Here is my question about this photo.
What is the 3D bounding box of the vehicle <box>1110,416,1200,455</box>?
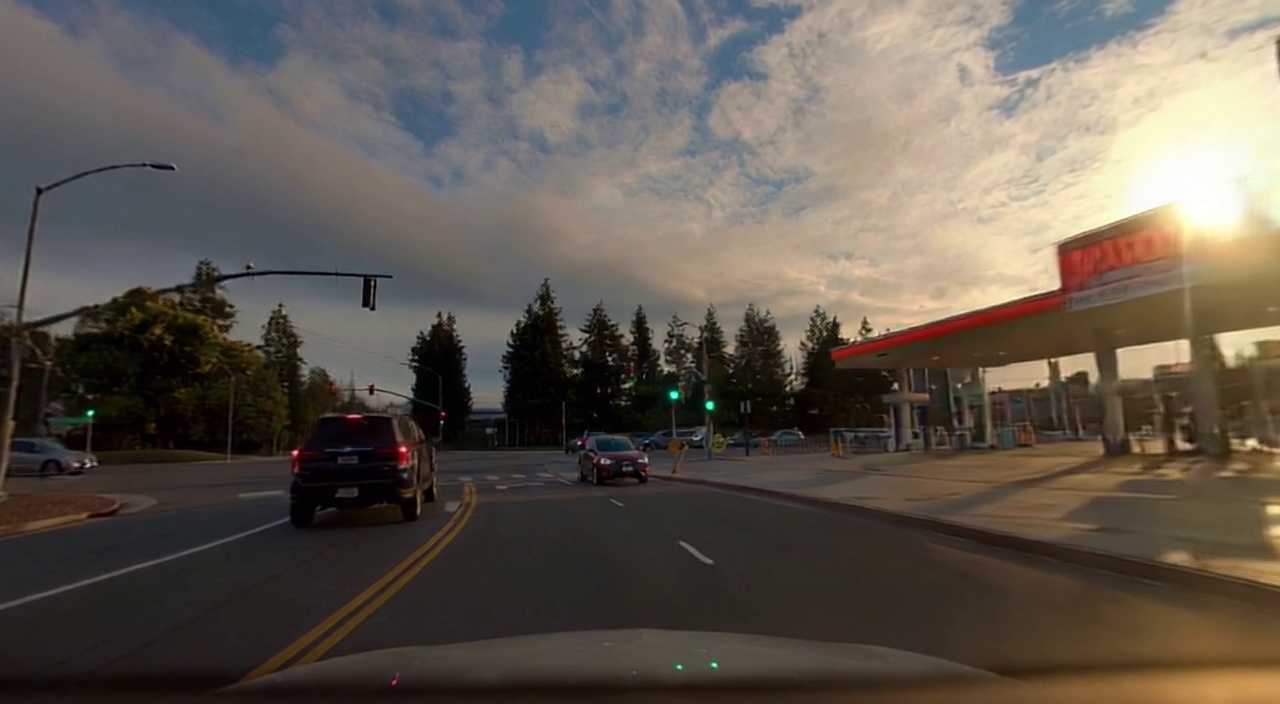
[{"bbox_3d":[25.393,4.176,31.003,4.595,1.764,2.160,6,-11,-35],"label":"vehicle"}]

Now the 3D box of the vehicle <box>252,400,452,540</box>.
[{"bbox_3d":[-4.954,2.101,11.740,2.254,2.006,4.766,2,-9,-11],"label":"vehicle"}]

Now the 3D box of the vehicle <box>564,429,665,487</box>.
[{"bbox_3d":[-1.055,3.754,22.560,2.202,1.822,4.826,4,-9,-20],"label":"vehicle"}]
